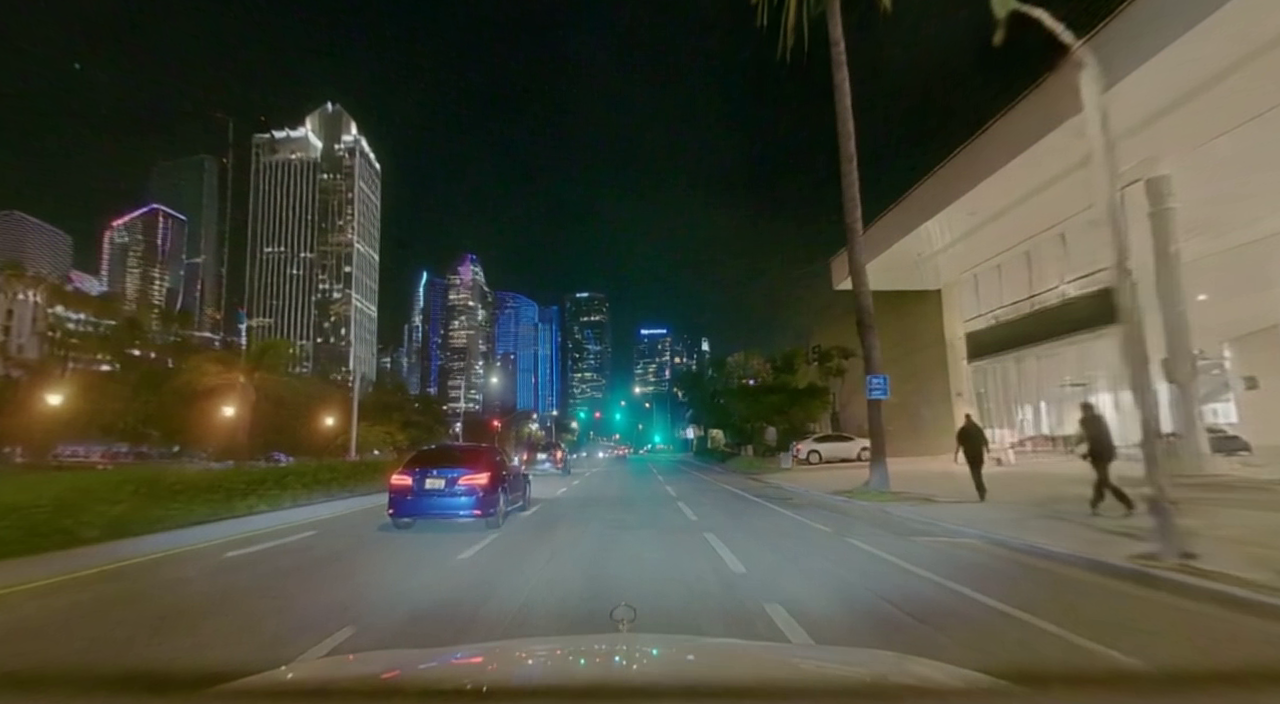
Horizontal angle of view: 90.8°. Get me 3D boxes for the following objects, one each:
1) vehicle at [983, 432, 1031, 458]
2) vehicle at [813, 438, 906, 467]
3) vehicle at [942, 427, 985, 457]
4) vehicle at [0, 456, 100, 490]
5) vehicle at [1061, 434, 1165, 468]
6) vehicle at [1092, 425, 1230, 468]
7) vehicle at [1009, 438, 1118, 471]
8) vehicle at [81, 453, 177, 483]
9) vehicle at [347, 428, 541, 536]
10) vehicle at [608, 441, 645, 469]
[{"bbox_3d":[26.165,6.644,45.161,1.982,1.694,4.676,-3,-9,19],"label":"vehicle"},{"bbox_3d":[12.865,5.932,37.203,4.749,1.522,1.905,-1,-9,-3],"label":"vehicle"},{"bbox_3d":[23.358,6.568,45.847,2.288,1.984,5.526,-4,-9,23],"label":"vehicle"},{"bbox_3d":[-30.881,6.192,32.612,1.859,1.524,4.812,0,-8,-2],"label":"vehicle"},{"bbox_3d":[22.767,4.772,30.641,1.938,1.522,4.121,-1,-8,3],"label":"vehicle"},{"bbox_3d":[25.173,4.607,30.924,2.147,1.886,5.603,-1,-8,3],"label":"vehicle"},{"bbox_3d":[20.386,4.925,30.701,1.976,1.431,4.774,-1,-8,-1],"label":"vehicle"},{"bbox_3d":[-31.019,7.040,38.535,1.888,1.625,4.699,0,-8,0],"label":"vehicle"},{"bbox_3d":[-3.178,2.214,11.372,2.071,1.544,4.383,0,-8,0],"label":"vehicle"},{"bbox_3d":[-0.750,5.865,36.088,2.004,1.465,3.713,0,-8,0],"label":"vehicle"}]
